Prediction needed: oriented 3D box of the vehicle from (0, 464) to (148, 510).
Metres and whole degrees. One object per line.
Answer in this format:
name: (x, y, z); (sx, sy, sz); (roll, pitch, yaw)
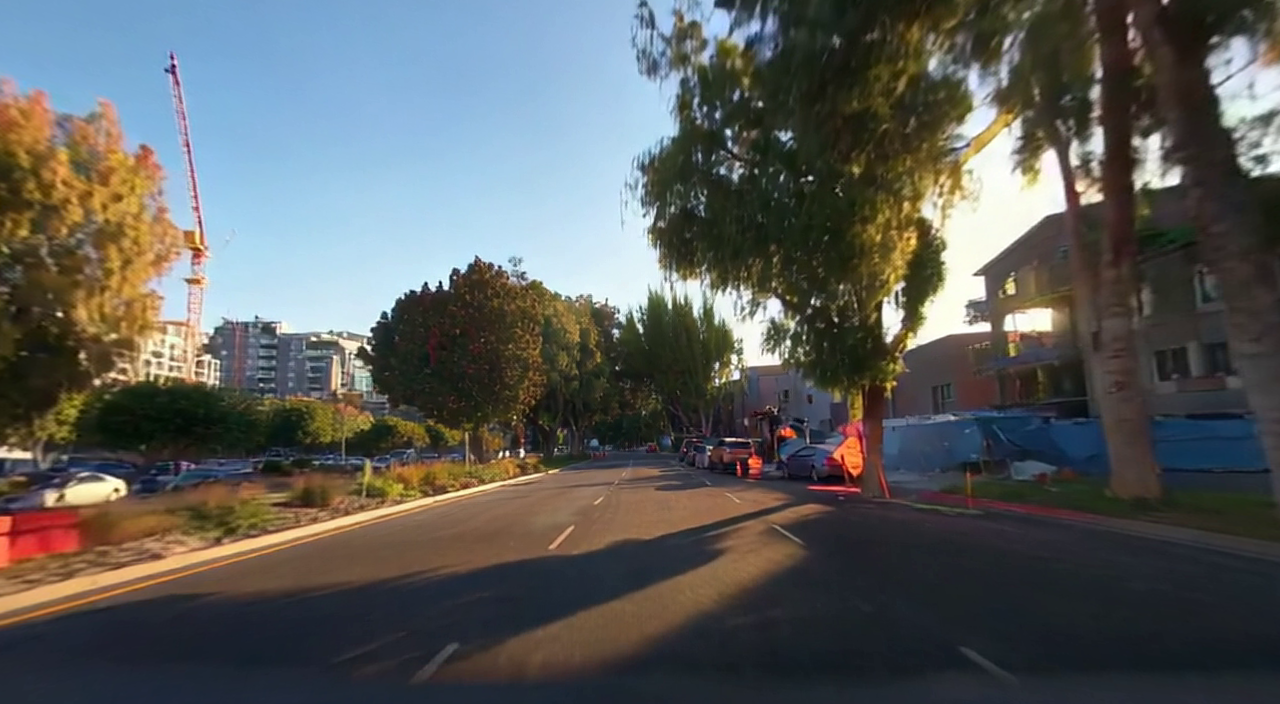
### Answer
vehicle: (-21.556, 5.073, 24.091); (1.847, 1.445, 4.441); (0, -8, 0)

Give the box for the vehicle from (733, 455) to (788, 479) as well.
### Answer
vehicle: (5.097, 4.899, 26.927); (1.973, 0.903, 2.151); (0, -8, 2)

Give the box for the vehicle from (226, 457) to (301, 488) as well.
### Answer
vehicle: (-21.695, 6.904, 36.478); (1.832, 1.583, 4.083); (0, -8, -1)

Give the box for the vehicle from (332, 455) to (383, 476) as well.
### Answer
vehicle: (-21.580, 8.660, 48.301); (1.811, 1.480, 4.425); (0, -8, 0)

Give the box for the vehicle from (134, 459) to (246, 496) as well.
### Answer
vehicle: (-21.468, 5.971, 30.384); (1.900, 1.490, 4.775); (0, -8, 0)

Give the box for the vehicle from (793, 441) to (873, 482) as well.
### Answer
vehicle: (7.572, 4.304, 25.173); (1.933, 1.483, 4.330); (0, -8, 1)

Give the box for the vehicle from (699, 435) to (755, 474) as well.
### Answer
vehicle: (4.407, 5.249, 32.597); (2.050, 1.832, 4.794); (0, -8, -2)
